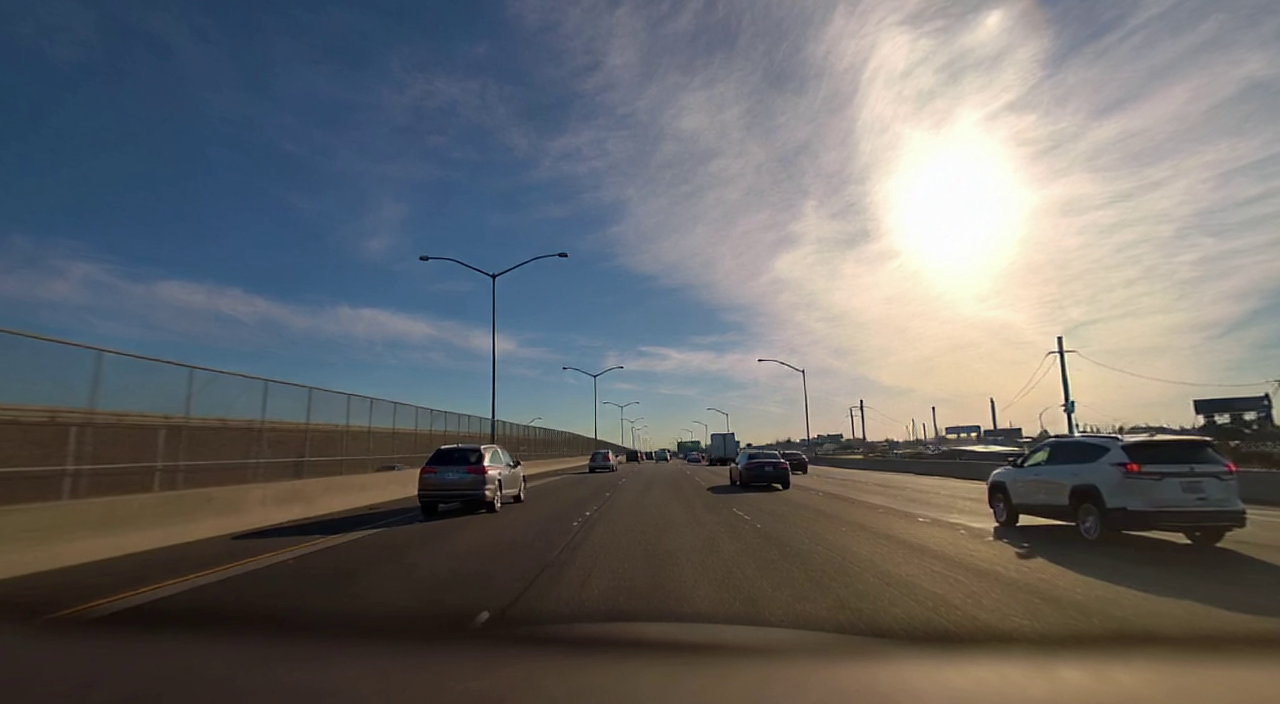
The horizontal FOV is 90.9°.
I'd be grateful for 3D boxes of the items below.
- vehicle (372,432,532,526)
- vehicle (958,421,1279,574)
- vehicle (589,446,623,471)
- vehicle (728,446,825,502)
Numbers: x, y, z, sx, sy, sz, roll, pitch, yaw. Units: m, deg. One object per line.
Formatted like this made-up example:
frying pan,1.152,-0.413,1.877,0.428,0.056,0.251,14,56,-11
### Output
vehicle,-3.766,2.608,13.533,2.036,1.669,4.112,-1,-8,2
vehicle,7.386,2.050,9.886,2.145,1.743,5.058,0,-8,0
vehicle,-2.530,7.951,47.504,2.108,1.748,4.514,-1,-8,3
vehicle,3.927,3.564,18.917,1.942,1.453,4.329,0,-8,0
